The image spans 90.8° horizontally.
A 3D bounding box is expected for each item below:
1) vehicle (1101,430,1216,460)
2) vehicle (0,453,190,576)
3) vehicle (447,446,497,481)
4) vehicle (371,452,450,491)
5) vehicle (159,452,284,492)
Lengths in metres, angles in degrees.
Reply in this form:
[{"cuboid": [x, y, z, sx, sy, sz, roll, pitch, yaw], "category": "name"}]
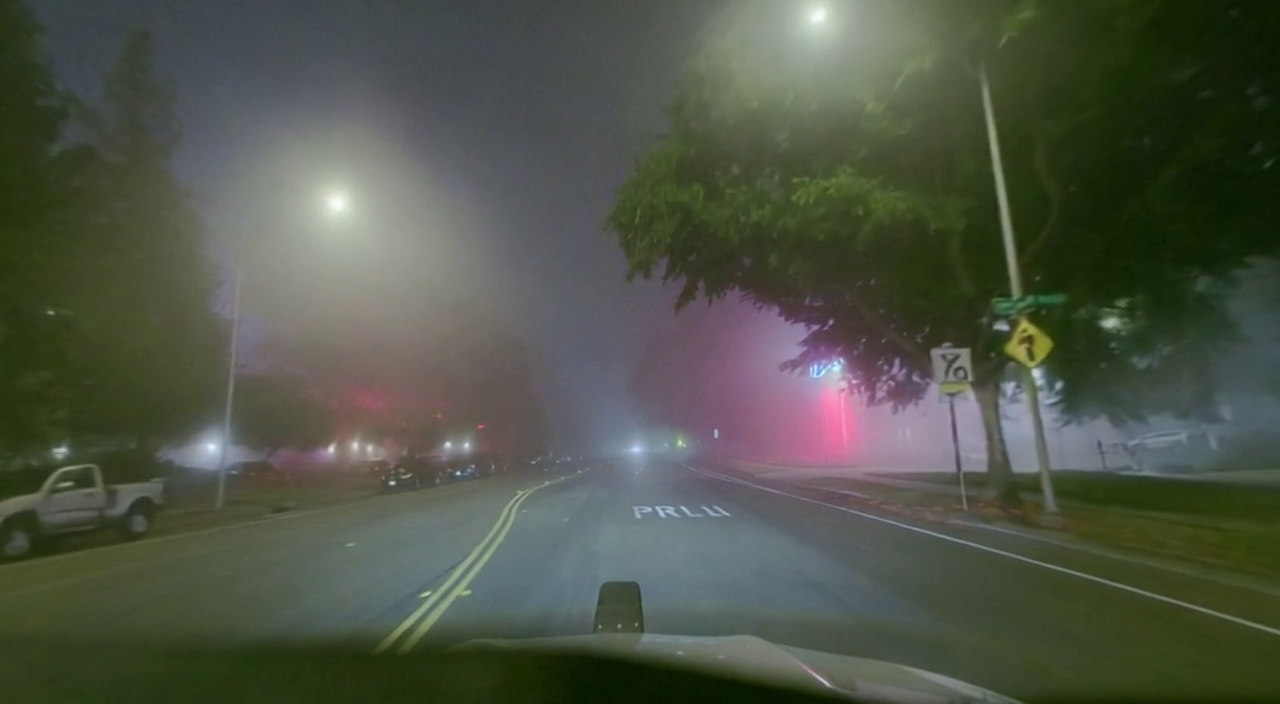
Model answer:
[{"cuboid": [30.935, 5.609, 37.889, 1.960, 1.670, 4.863, 4, -10, -25], "category": "vehicle"}, {"cuboid": [-11.023, 2.816, 11.383, 2.135, 1.802, 4.910, -2, -8, 1], "category": "vehicle"}, {"cuboid": [-10.888, 7.225, 41.241, 2.015, 1.884, 4.488, -6, -9, -2], "category": "vehicle"}, {"cuboid": [-11.026, 5.754, 30.743, 1.950, 1.720, 4.868, -1, -9, 1], "category": "vehicle"}, {"cuboid": [-21.235, 6.068, 32.337, 2.079, 1.877, 4.862, -4, -10, 21], "category": "vehicle"}]
